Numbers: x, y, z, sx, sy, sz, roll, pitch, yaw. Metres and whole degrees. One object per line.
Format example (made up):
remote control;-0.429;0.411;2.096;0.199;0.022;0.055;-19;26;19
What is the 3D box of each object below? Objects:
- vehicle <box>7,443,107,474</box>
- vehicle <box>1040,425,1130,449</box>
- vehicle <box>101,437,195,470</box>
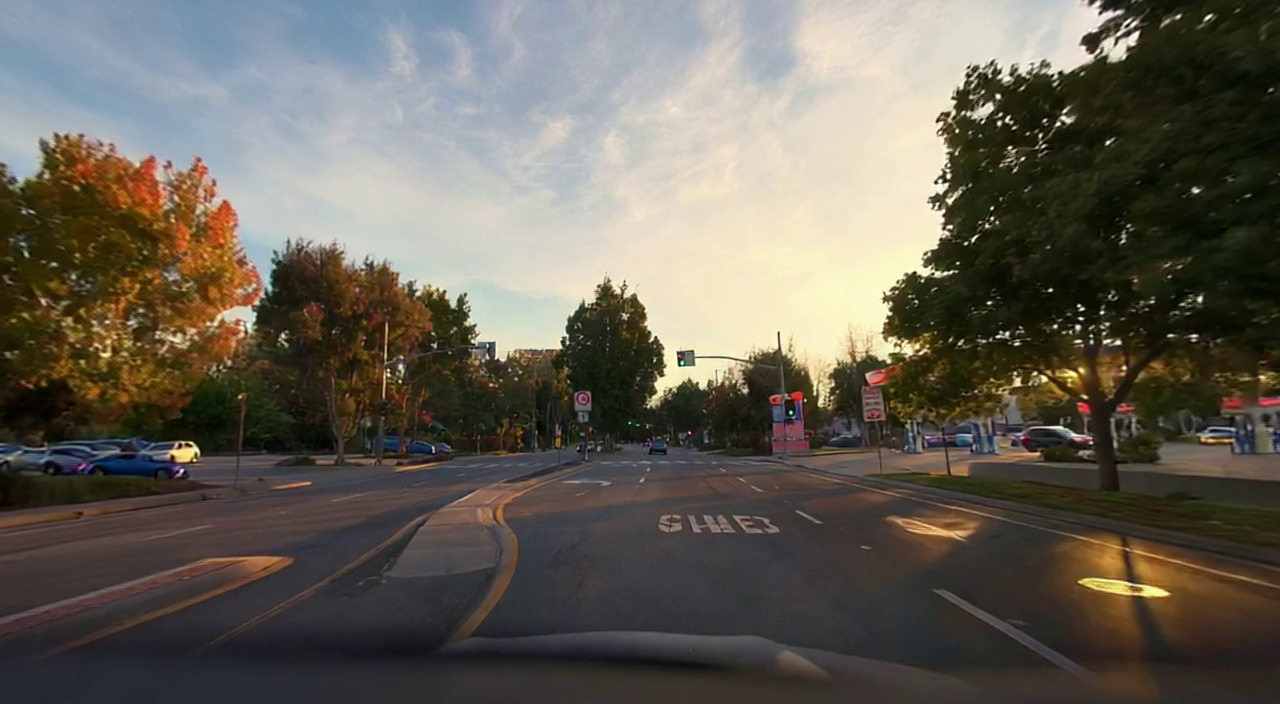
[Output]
vehicle;-33.888;6.177;36.759;4.185;1.504;1.956;-4;-8;6
vehicle;29.603;5.706;42.108;1.885;1.446;4.469;8;-12;-42
vehicle;-32.700;6.739;42.029;4.847;1.872;2.114;-3;-7;8
